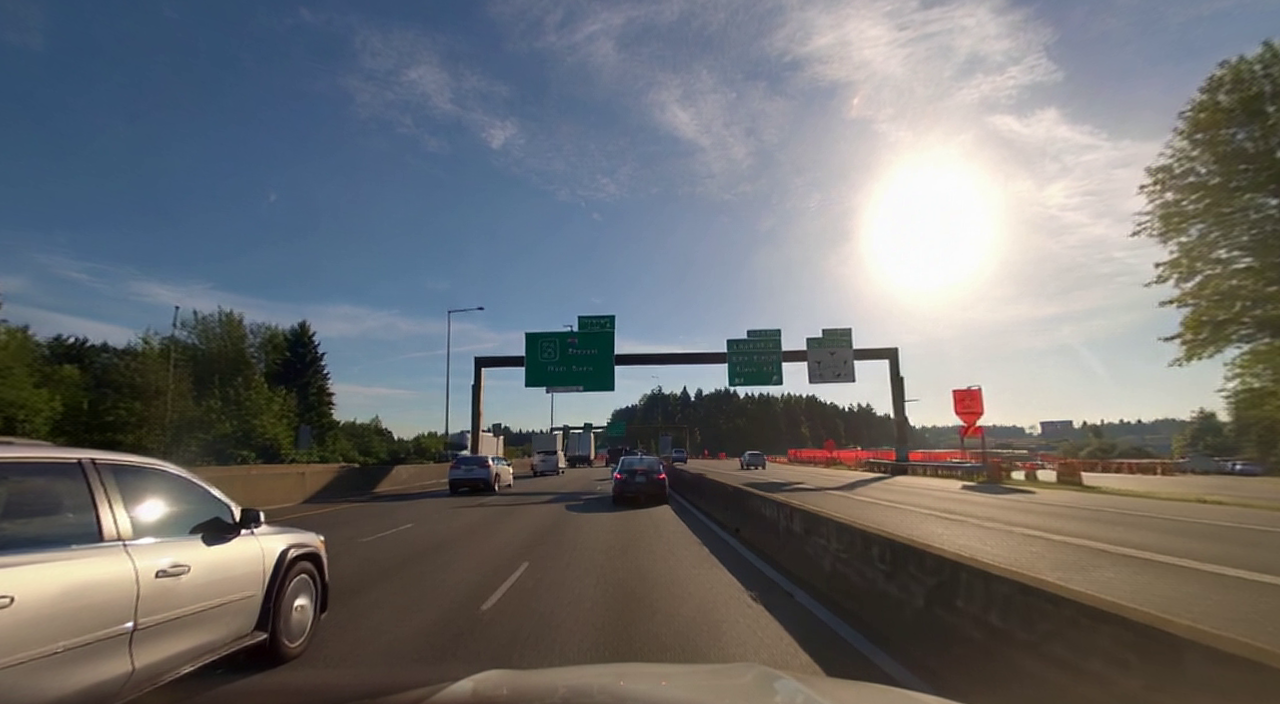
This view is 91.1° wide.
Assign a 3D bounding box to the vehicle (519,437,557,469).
[{"bbox_3d":[-7.650,7.620,47.485,2.204,2.295,4.830,0,-9,-2],"label":"vehicle"}]

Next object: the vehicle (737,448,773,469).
[{"bbox_3d":[8.448,7.884,46.467,1.871,1.460,3.754,0,-9,-2],"label":"vehicle"}]

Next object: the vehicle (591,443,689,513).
[{"bbox_3d":[-0.029,2.954,15.085,2.080,1.451,3.512,0,-9,-1],"label":"vehicle"}]

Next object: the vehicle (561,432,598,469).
[{"bbox_3d":[-4.583,7.584,48.484,2.326,2.645,6.249,0,-9,0],"label":"vehicle"}]

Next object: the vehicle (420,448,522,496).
[{"bbox_3d":[-5.473,3.940,20.927,2.063,1.417,4.000,-1,-9,4],"label":"vehicle"}]
